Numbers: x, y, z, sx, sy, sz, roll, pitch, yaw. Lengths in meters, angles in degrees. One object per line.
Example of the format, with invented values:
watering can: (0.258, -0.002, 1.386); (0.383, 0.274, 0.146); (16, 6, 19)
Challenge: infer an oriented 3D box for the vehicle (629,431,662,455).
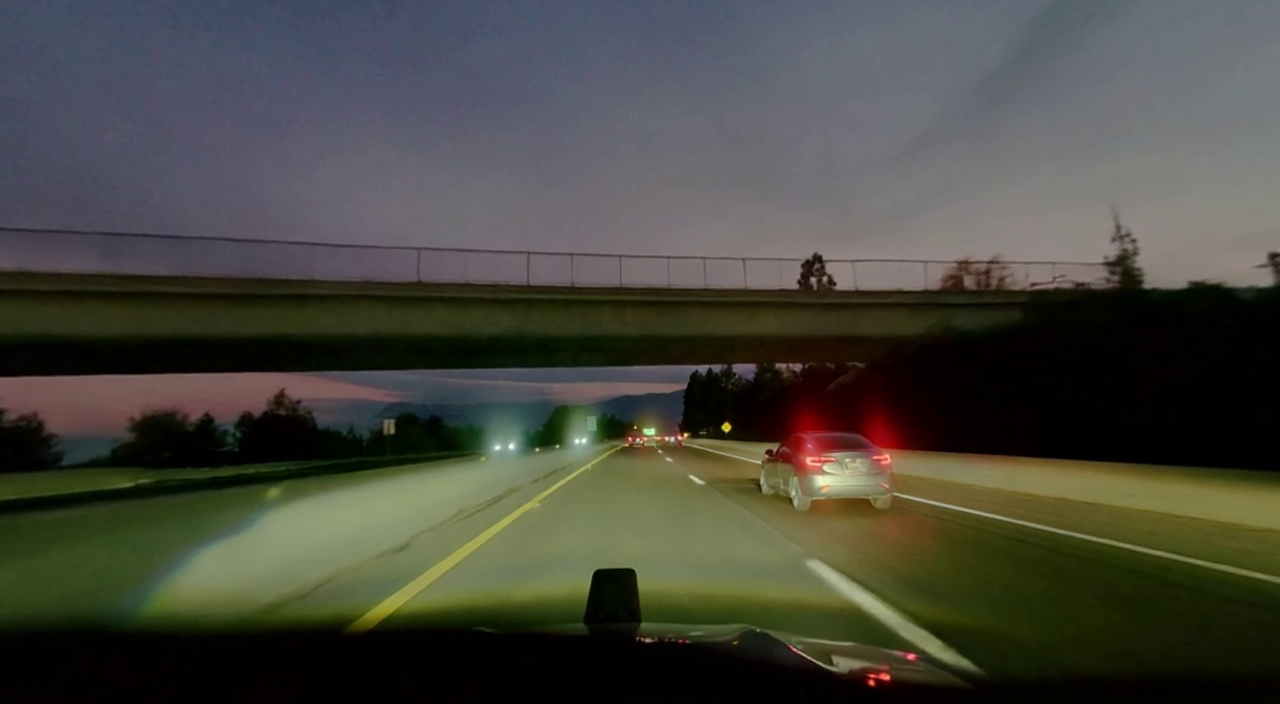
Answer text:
vehicle: (0.322, 6.068, 42.084); (1.981, 1.490, 3.449); (0, -8, -2)
